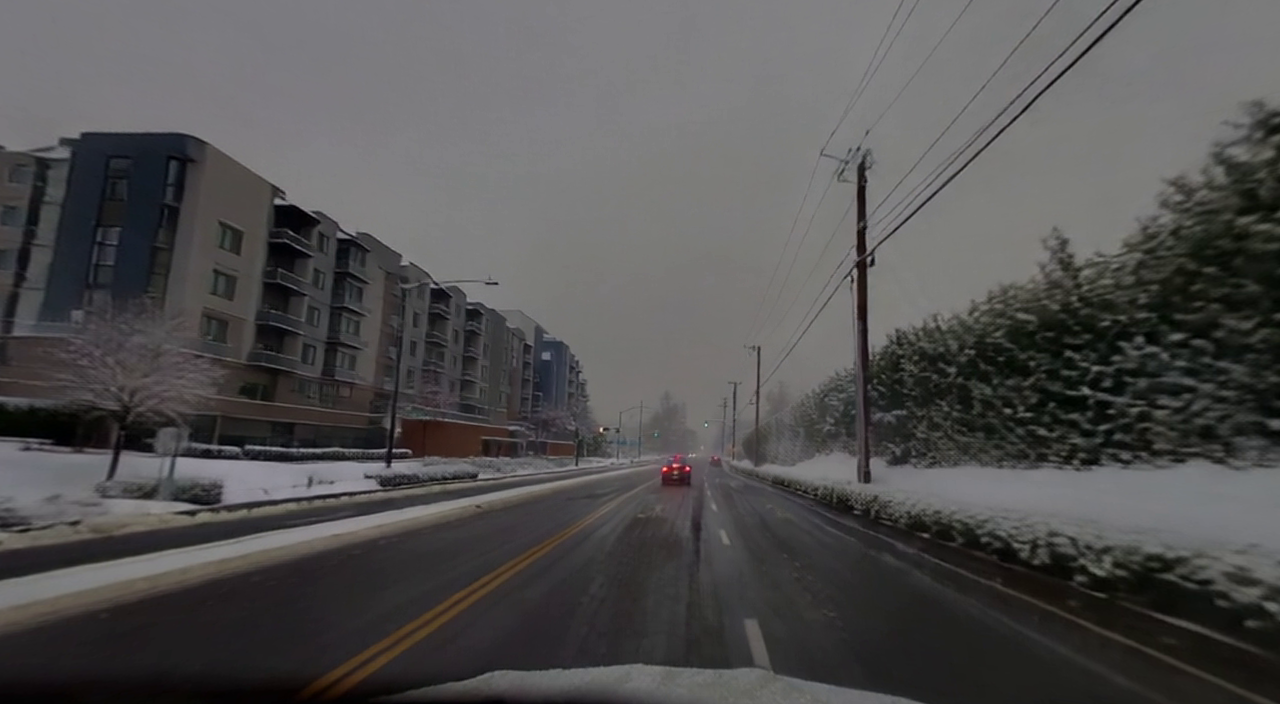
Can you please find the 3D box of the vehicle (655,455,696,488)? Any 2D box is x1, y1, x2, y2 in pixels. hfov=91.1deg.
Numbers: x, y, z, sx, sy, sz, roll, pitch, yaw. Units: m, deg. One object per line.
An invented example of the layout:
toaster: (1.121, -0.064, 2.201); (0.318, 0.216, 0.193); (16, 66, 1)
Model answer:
vehicle: (1.969, 6.440, 33.864); (2.067, 1.629, 3.858); (0, -10, 5)
